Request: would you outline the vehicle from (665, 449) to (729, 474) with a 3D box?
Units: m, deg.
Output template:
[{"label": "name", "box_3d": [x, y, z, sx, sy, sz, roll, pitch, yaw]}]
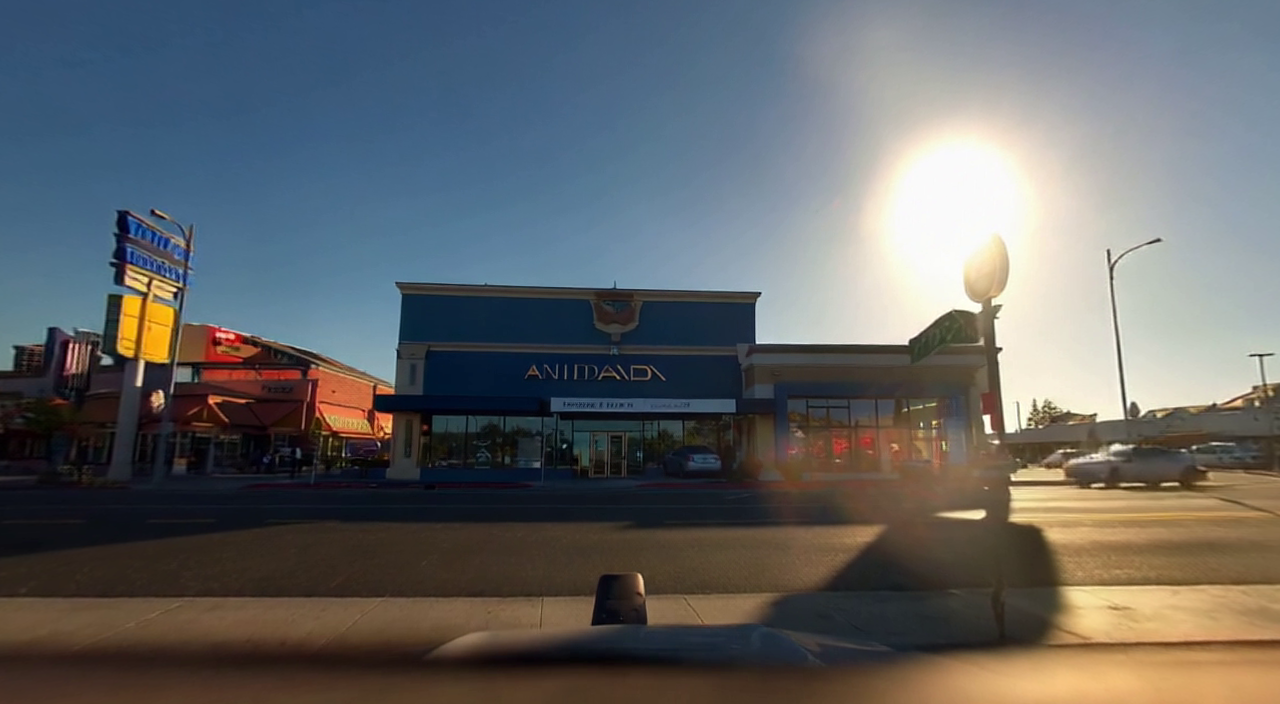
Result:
[{"label": "vehicle", "box_3d": [3.547, 6.899, 40.021, 1.812, 1.468, 4.519, 5, -10, -28]}]

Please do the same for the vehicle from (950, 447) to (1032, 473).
[{"label": "vehicle", "box_3d": [25.664, 7.885, 46.288, 4.838, 1.799, 1.914, -7, -11, 39]}]

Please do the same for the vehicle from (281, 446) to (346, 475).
[{"label": "vehicle", "box_3d": [-20.050, 6.597, 38.707, 4.596, 1.680, 1.936, -8, -11, 41]}]

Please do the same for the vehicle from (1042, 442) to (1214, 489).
[{"label": "vehicle", "box_3d": [18.352, 4.261, 23.909, 4.889, 1.659, 2.059, 1, -9, -4]}]

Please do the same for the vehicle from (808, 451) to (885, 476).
[{"label": "vehicle", "box_3d": [12.943, 6.993, 39.893, 1.791, 1.453, 4.593, 5, -10, -29]}]
